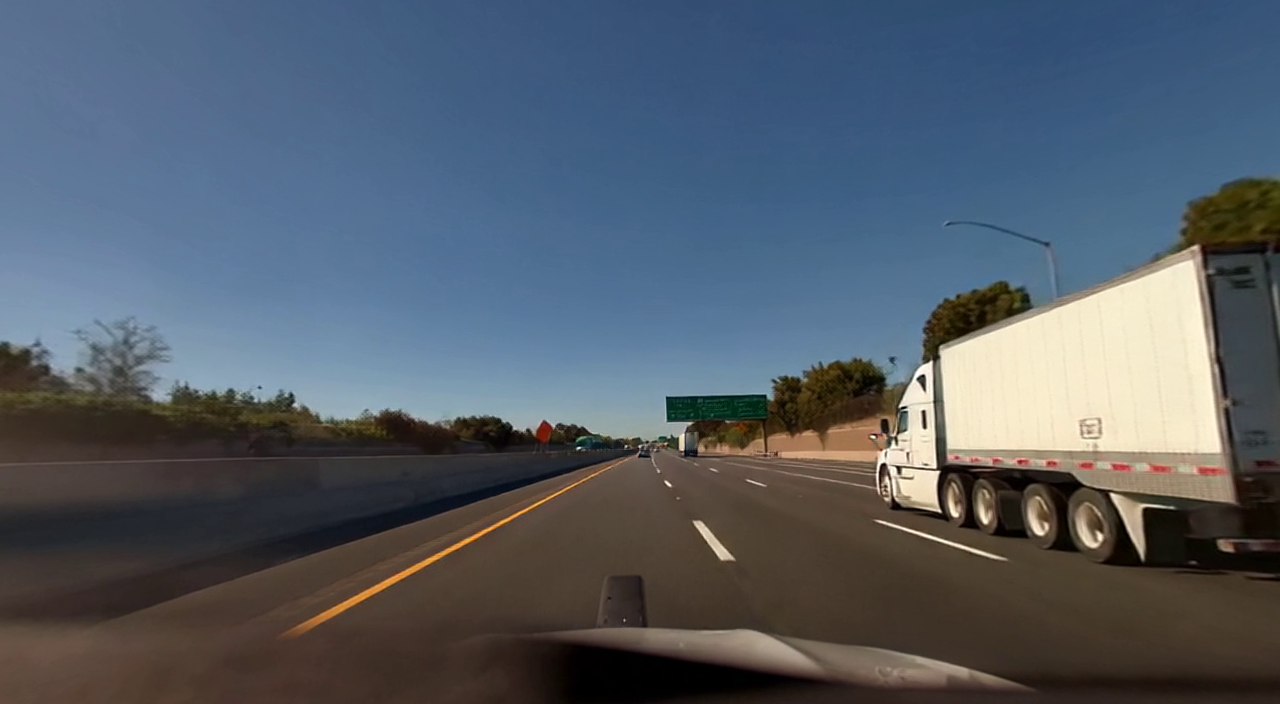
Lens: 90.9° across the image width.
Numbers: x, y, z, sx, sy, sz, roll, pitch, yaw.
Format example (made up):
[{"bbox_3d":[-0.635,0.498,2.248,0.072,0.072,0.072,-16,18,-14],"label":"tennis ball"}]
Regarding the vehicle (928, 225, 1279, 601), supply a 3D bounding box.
[{"bbox_3d":[6.842,0.941,8.084,2.690,3.197,7.515,0,-9,0],"label":"vehicle"}]
